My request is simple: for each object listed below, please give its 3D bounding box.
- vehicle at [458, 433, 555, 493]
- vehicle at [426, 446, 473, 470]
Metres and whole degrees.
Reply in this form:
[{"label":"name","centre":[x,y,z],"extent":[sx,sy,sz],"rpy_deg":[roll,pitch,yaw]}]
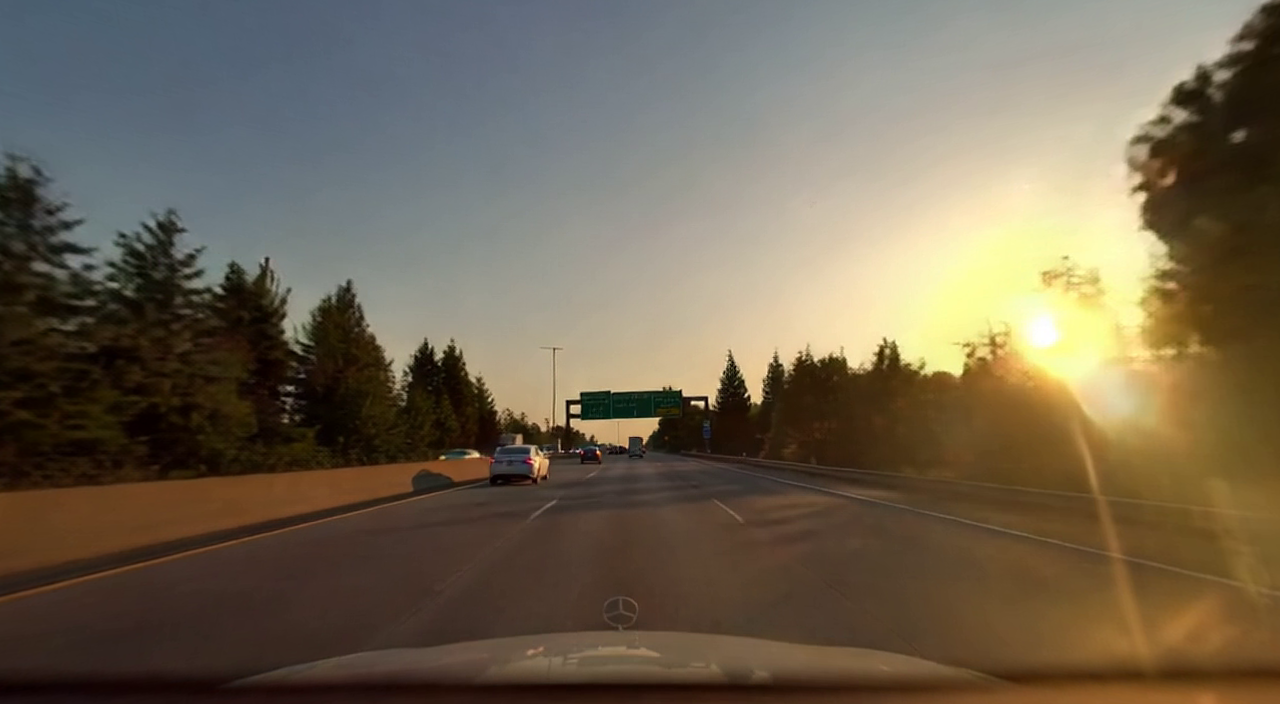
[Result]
[{"label":"vehicle","centre":[-4.108,3.484,20.021],"extent":[2.151,1.693,4.201],"rpy_deg":[0,-9,0]},{"label":"vehicle","centre":[-13.310,7.426,44.078],"extent":[1.955,1.557,4.567],"rpy_deg":[-1,-9,-1]}]
